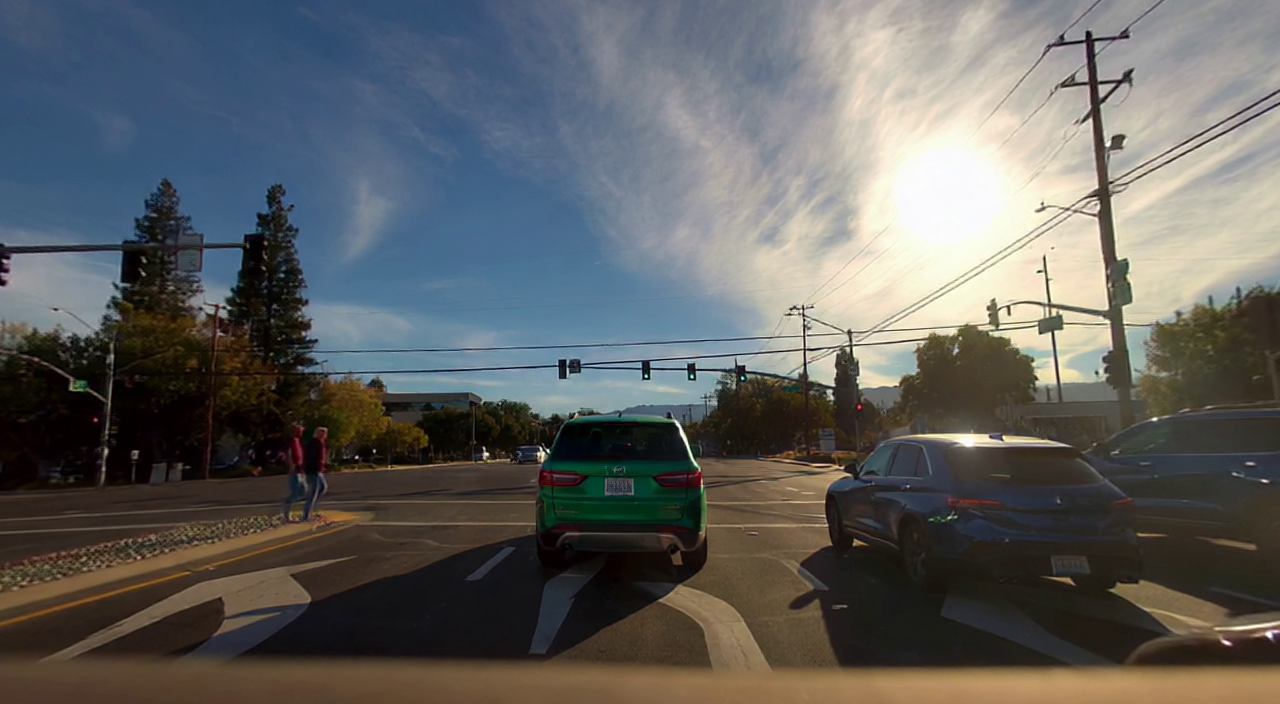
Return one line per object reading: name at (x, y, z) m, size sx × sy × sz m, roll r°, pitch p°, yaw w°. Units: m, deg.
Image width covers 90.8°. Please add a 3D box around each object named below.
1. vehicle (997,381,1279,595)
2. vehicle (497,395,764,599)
vehicle at (6.575, 1.439, 7.239) m, size 2.119 × 1.827 × 4.806 m, roll 0°, pitch -9°, yaw 0°
vehicle at (-0.112, 1.562, 7.632) m, size 2.285 × 1.729 × 4.252 m, roll 0°, pitch -9°, yaw -1°
